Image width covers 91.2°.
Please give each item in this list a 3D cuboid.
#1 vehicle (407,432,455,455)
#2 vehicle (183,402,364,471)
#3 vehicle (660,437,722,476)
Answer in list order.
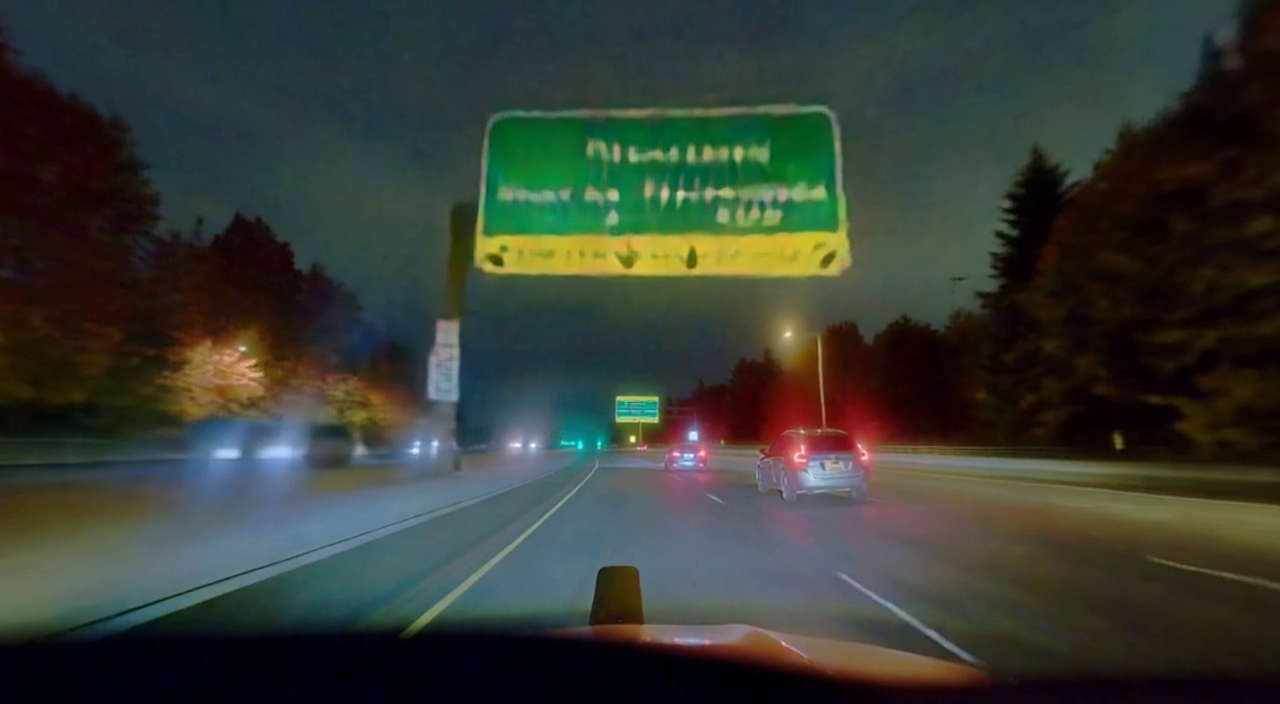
[{"bbox_3d":[-14.660,6.455,44.159,1.983,1.522,4.458,0,-9,-2],"label":"vehicle"},{"bbox_3d":[-9.176,2.235,16.265,2.075,1.502,4.483,0,-9,-1],"label":"vehicle"},{"bbox_3d":[2.256,4.815,28.930,2.337,1.633,4.222,0,-9,-2],"label":"vehicle"}]
